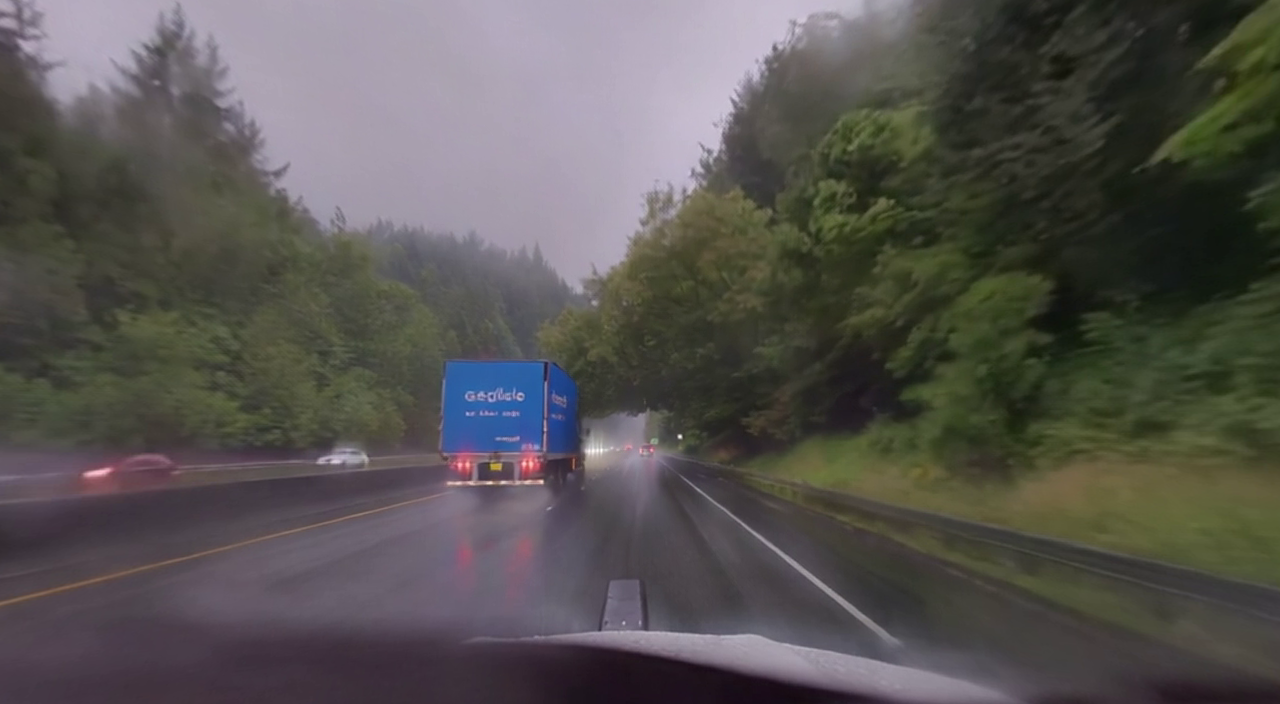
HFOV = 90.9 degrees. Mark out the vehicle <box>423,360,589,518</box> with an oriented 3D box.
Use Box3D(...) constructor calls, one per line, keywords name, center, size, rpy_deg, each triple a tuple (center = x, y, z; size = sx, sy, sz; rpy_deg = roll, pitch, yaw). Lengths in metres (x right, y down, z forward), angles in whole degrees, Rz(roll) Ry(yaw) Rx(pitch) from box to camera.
Box3D(name="vehicle", center=(-2.946, 2.245, 16.111), size=(2.695, 3.151, 6.885), rpy_deg=(0, -9, 0))
